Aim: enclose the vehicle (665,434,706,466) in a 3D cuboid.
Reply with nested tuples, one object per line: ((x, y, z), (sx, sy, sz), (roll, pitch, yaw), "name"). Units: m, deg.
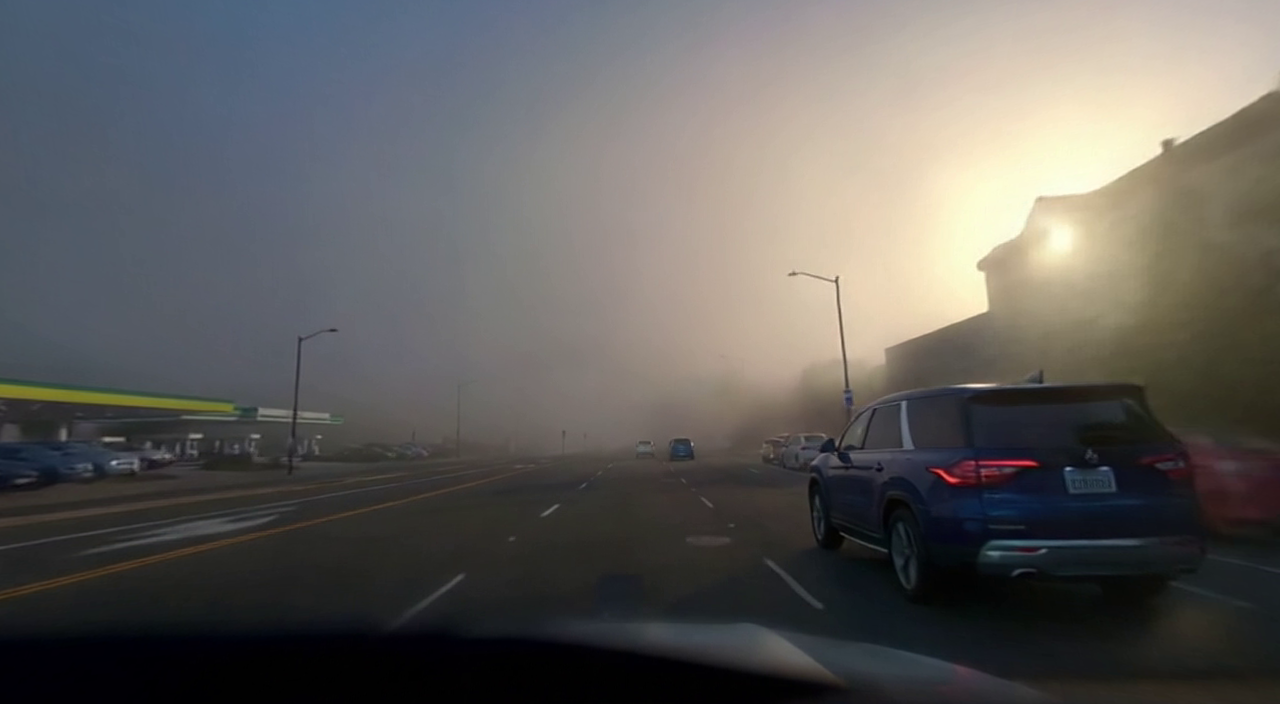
((2.794, 6.229, 40.085), (2.317, 1.857, 5.150), (0, -8, 1), "vehicle")

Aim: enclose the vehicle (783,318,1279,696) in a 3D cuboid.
((2.985, 1.131, 5.706), (2.246, 1.963, 4.777), (0, -8, 0), "vehicle")

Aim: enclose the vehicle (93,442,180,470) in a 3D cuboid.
((-32.753, 6.770, 41.003), (1.925, 1.680, 4.396), (0, -9, 1), "vehicle")

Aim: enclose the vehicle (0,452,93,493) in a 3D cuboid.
((-24.484, 4.702, 24.684), (1.822, 1.466, 4.445), (0, -8, 1), "vehicle")
